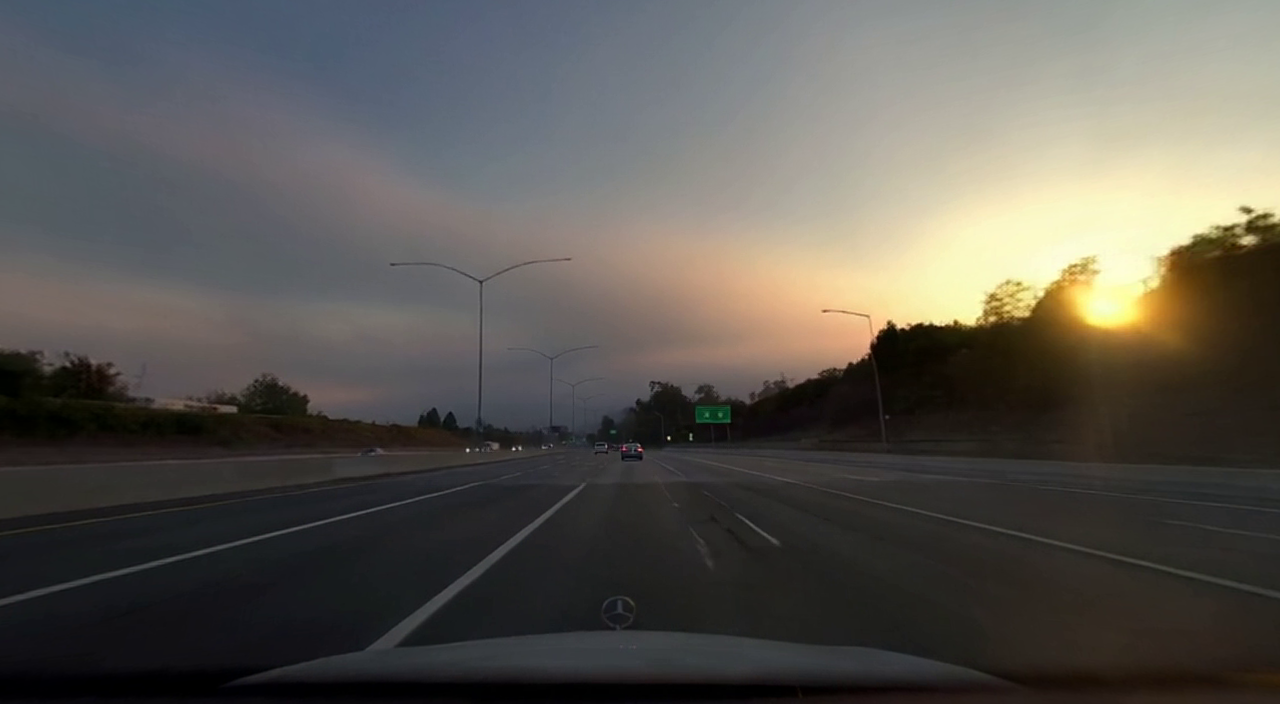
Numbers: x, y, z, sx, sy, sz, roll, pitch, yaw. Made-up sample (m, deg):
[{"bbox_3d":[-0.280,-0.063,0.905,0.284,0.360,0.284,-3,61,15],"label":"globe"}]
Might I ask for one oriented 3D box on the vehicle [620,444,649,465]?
[{"bbox_3d":[-0.458,7.797,48.226,2.118,1.466,4.165,0,-8,-2],"label":"vehicle"}]
